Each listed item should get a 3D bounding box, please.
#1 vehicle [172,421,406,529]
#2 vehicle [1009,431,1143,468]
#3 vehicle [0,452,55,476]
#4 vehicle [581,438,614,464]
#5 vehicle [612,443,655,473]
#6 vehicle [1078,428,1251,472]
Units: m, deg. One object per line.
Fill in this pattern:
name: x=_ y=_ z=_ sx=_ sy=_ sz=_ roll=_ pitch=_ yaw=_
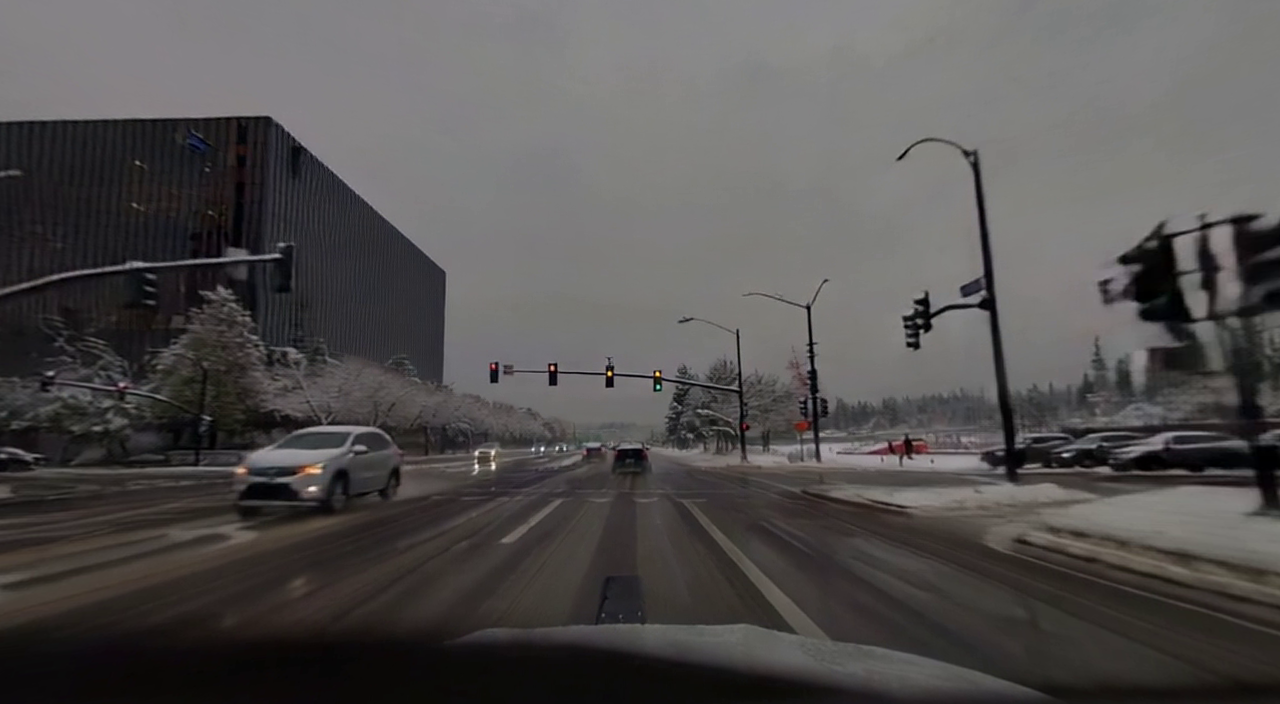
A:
vehicle: x=-6.265 y=2.224 z=12.005 sx=1.937 sy=1.659 sz=4.259 roll=0 pitch=-8 yaw=1
vehicle: x=19.858 y=4.443 z=29.039 sx=4.602 sy=1.594 sz=1.917 roll=-2 pitch=-8 yaw=17
vehicle: x=-42.925 y=7.643 z=43.324 sx=4.372 sy=1.557 sz=1.961 roll=-3 pitch=-10 yaw=17
vehicle: x=-3.114 y=7.316 z=46.765 sx=2.001 sy=1.784 sz=4.483 roll=0 pitch=-8 yaw=2
vehicle: x=-0.331 y=5.260 z=31.637 sx=2.050 sy=1.385 sz=4.096 roll=0 pitch=-8 yaw=-1
vehicle: x=20.446 y=3.849 z=24.888 sx=4.778 sy=1.588 sz=1.822 roll=-3 pitch=-9 yaw=17
